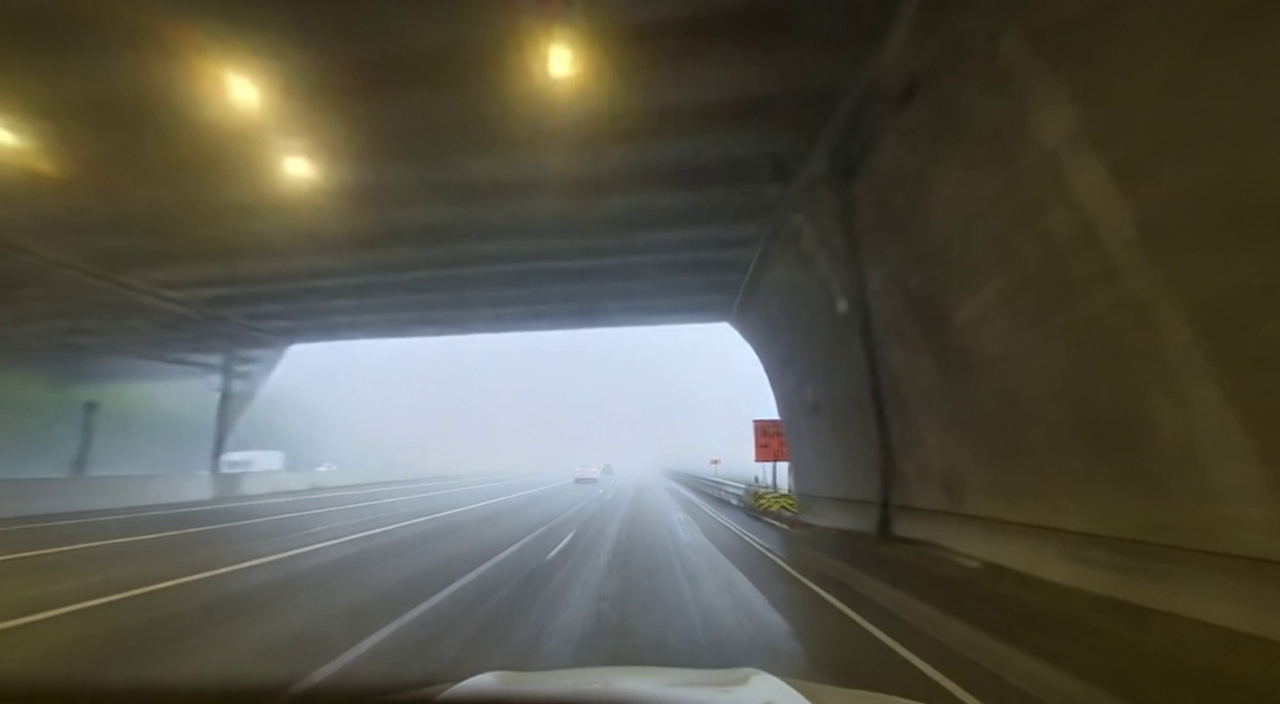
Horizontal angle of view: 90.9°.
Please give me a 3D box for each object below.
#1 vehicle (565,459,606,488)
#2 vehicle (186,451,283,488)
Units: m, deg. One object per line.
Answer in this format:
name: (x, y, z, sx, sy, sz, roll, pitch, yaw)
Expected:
vehicle: (-3.182, 7.230, 37.569, 2.092, 1.642, 3.895, 1, -10, 0)
vehicle: (-25.579, 7.468, 40.066, 2.197, 2.085, 5.778, 1, -11, 0)
